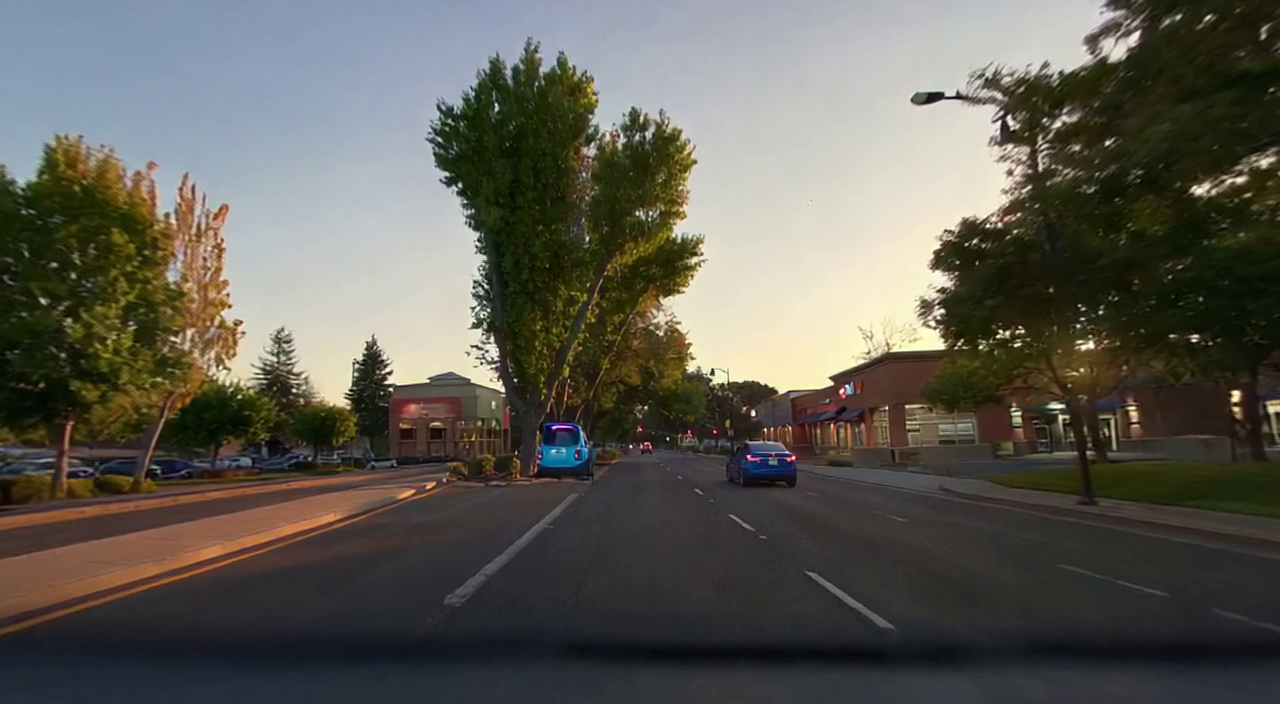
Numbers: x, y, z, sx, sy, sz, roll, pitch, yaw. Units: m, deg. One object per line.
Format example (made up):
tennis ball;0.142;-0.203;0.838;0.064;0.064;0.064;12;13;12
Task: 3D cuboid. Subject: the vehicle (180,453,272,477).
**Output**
vehicle;-31.872;8.675;48.822;5.692;1.725;2.144;5;-10;-33

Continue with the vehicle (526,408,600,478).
vehicle;-3.265;4.072;28.126;2.443;2.784;5.862;0;-9;1

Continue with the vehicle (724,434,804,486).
vehicle;4.262;3.784;22.381;1.869;1.646;4.166;0;-9;-2
